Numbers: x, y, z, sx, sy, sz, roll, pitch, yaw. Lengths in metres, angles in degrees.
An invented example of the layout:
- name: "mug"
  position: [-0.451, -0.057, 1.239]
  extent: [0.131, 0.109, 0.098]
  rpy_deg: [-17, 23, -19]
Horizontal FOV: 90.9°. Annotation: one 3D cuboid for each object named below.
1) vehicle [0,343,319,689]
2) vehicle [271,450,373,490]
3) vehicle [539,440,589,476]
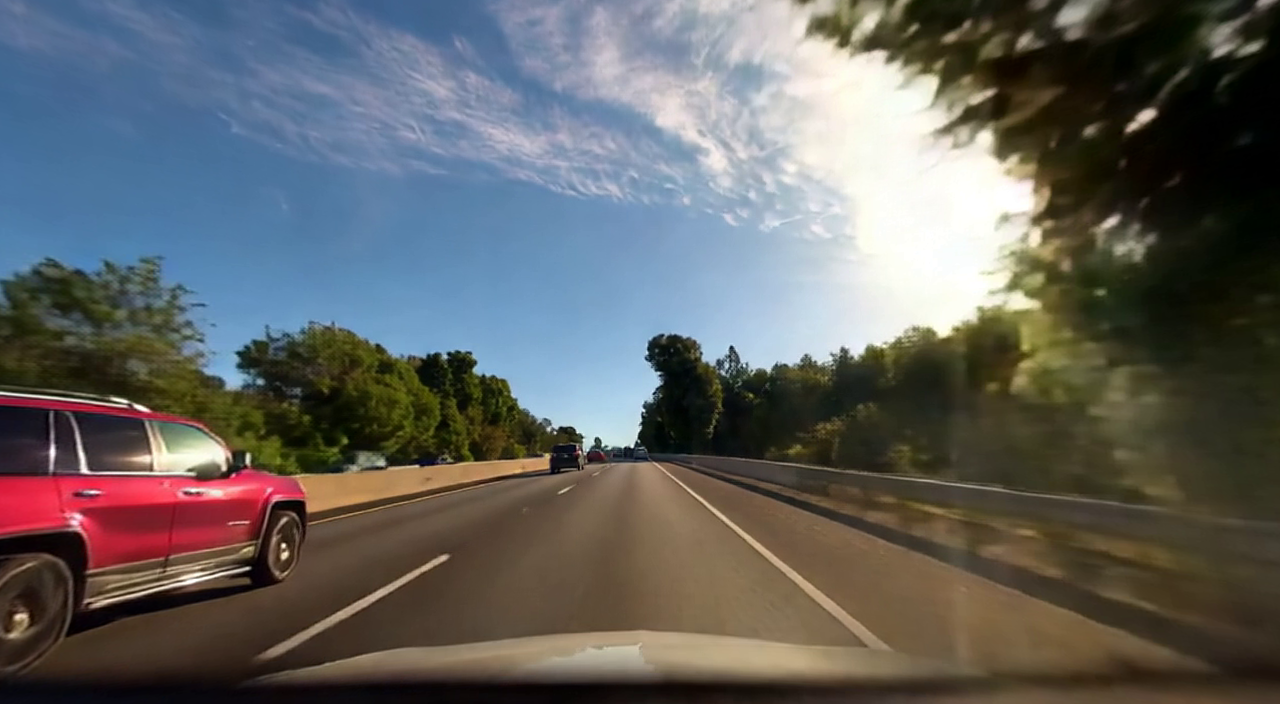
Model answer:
- name: "vehicle"
  position: [-4.675, 1.095, 4.628]
  extent: [2.102, 1.941, 4.703]
  rpy_deg: [0, -9, 0]
- name: "vehicle"
  position: [-13.096, 4.861, 26.305]
  extent: [1.822, 1.481, 4.657]
  rpy_deg: [0, -9, 0]
- name: "vehicle"
  position: [-3.973, 5.653, 33.777]
  extent: [2.056, 1.811, 4.202]
  rpy_deg: [-1, -9, 1]
